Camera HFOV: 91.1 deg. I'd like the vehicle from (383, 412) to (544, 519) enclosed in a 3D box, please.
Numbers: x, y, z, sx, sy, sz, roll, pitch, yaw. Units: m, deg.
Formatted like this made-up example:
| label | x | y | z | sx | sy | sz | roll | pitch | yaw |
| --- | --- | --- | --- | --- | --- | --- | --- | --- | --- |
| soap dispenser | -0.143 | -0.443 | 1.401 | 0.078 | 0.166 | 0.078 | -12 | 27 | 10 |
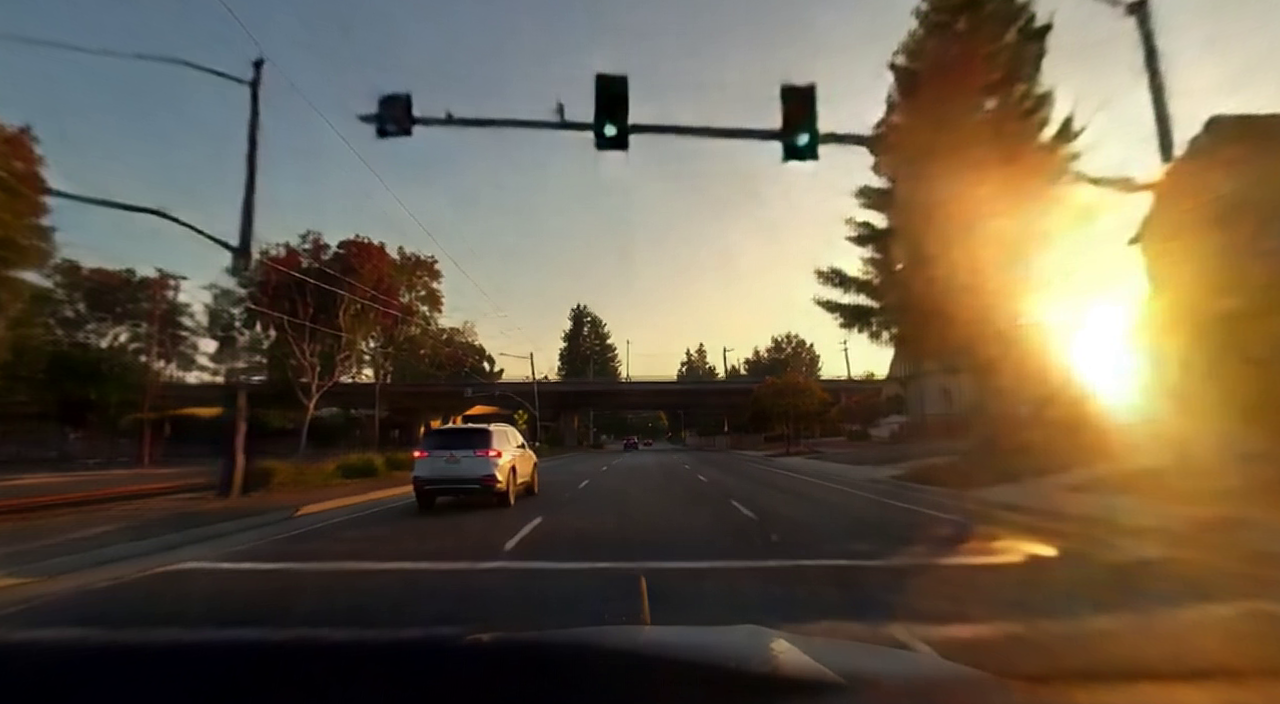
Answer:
| label | x | y | z | sx | sy | sz | roll | pitch | yaw |
| --- | --- | --- | --- | --- | --- | --- | --- | --- | --- |
| vehicle | -3.203 | 2.157 | 12.415 | 1.882 | 1.704 | 4.335 | -1 | -8 | 1 |
